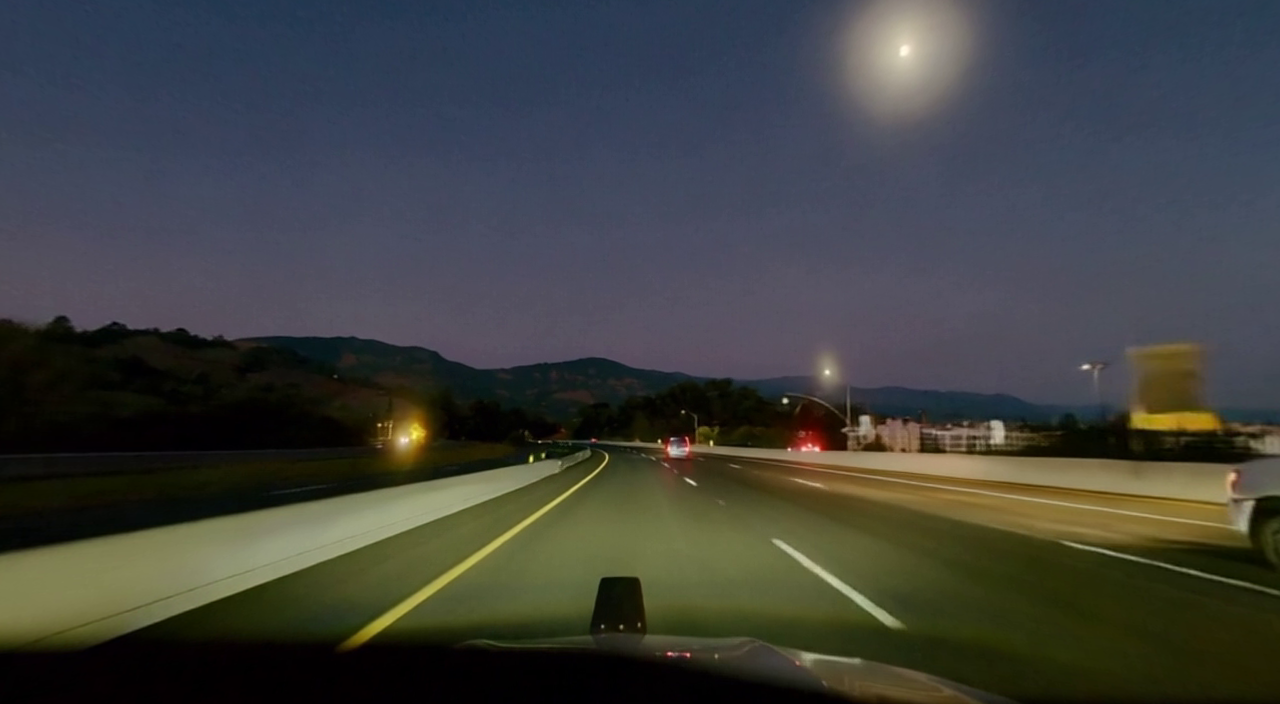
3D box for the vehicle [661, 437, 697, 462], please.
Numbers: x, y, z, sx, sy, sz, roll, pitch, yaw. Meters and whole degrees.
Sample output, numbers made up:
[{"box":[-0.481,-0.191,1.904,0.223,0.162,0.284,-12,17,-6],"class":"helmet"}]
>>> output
[{"box":[2.852,7.300,47.362,2.210,1.815,4.571,0,-8,-3],"class":"vehicle"}]
